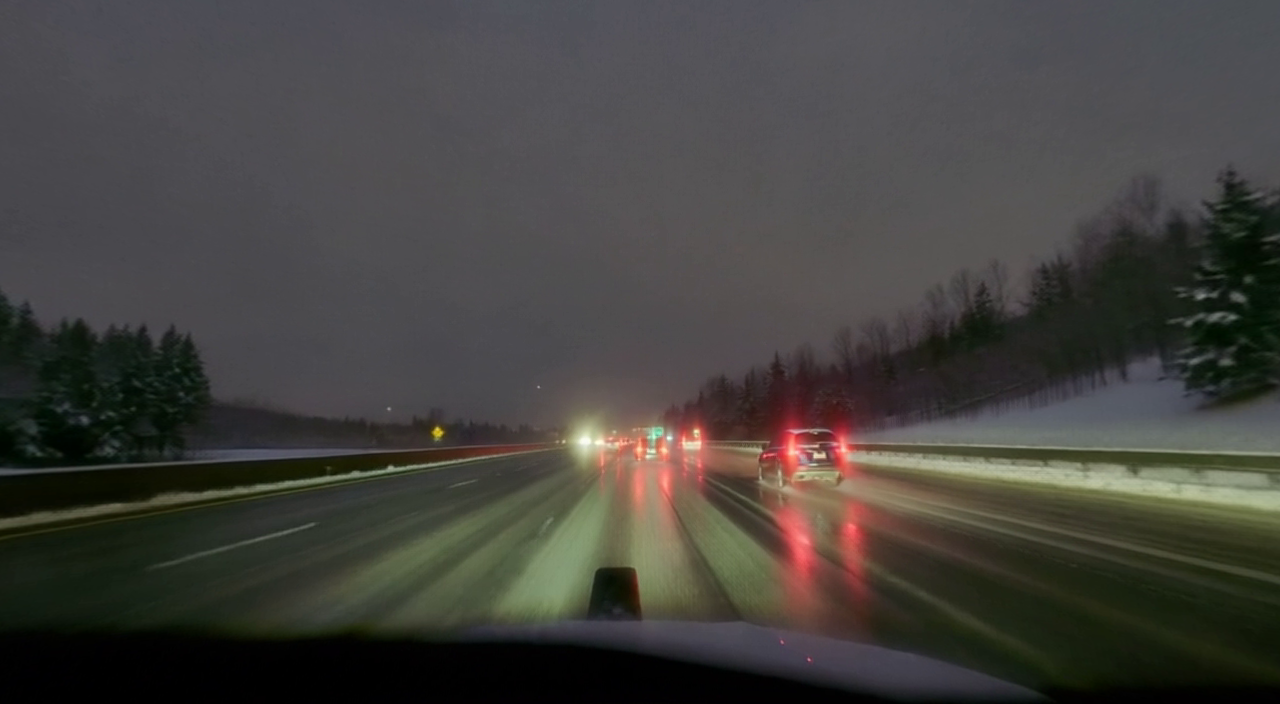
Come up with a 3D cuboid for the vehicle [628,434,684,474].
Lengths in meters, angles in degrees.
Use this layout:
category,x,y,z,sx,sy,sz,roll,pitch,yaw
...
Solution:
category,x,y,z,sx,sy,sz,roll,pitch,yaw
vehicle,0.544,3.977,24.821,2.046,1.467,3.844,0,-8,-1
